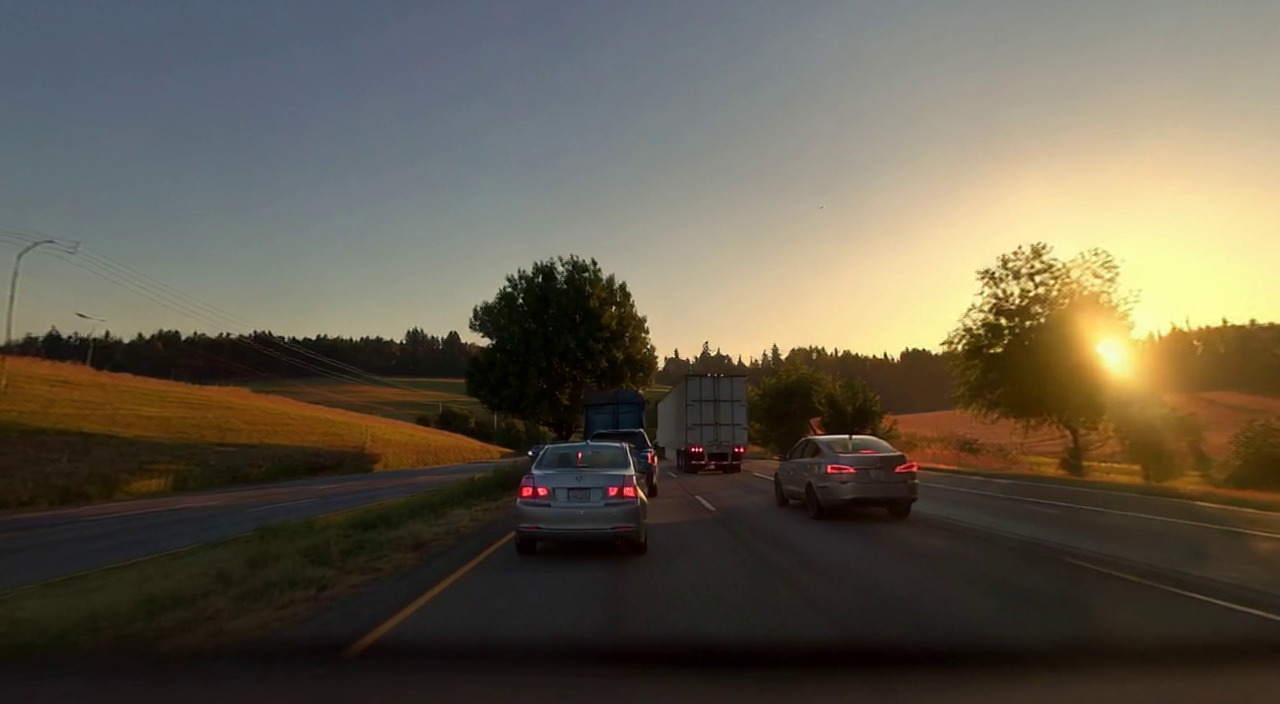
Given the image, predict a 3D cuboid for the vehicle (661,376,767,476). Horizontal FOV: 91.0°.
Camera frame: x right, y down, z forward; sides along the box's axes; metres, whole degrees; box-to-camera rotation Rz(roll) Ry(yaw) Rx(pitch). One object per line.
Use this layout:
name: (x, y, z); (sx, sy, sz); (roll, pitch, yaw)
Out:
vehicle: (3.454, 4.320, 35.469); (3.591, 4.290, 16.696); (0, -8, -1)

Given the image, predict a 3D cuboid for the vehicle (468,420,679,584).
vehicle: (-0.707, 1.730, 8.110); (2.009, 1.554, 4.013); (0, -8, -2)

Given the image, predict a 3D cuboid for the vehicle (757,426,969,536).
vehicle: (3.544, 2.137, 11.150); (1.960, 1.515, 4.713); (0, -8, -1)
